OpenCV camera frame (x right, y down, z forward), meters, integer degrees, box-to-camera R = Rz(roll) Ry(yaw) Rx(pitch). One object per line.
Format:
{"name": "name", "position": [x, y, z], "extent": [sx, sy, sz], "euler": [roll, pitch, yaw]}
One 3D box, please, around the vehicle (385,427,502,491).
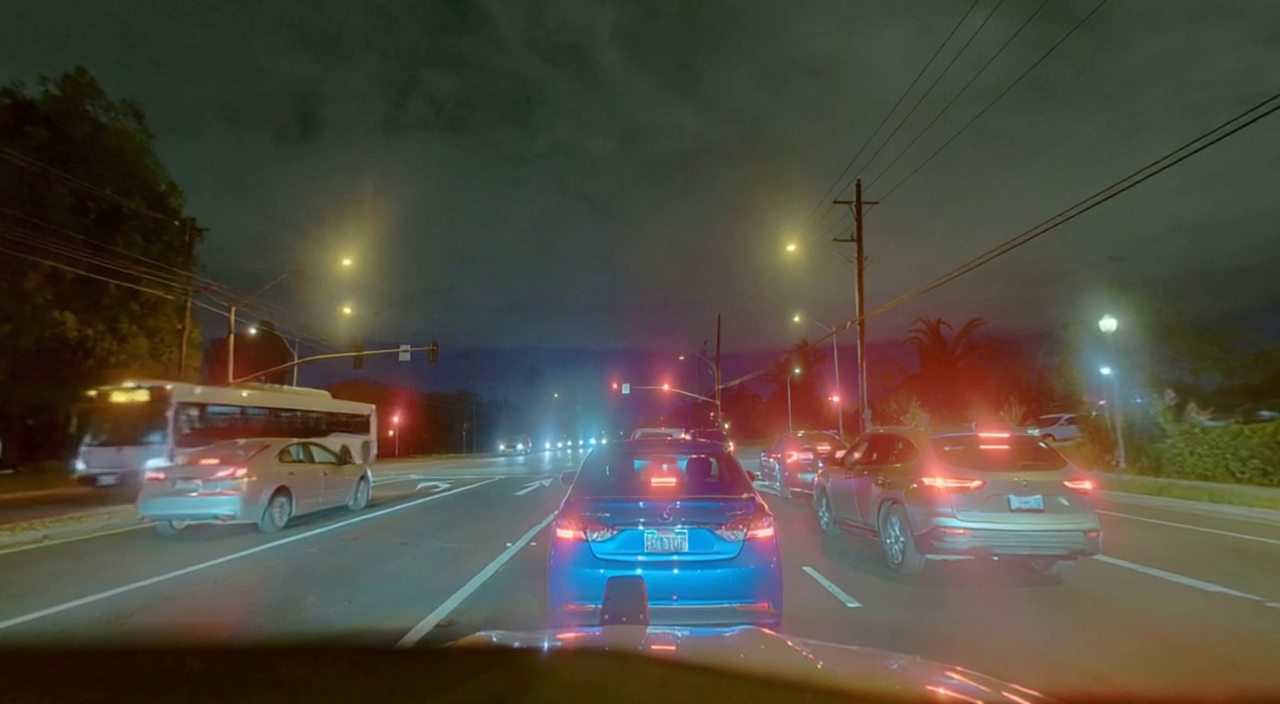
{"name": "vehicle", "position": [-6.262, 3.489, 20.898], "extent": [2.070, 1.824, 5.196], "euler": [-1, -8, 2]}

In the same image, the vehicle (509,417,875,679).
{"name": "vehicle", "position": [0.280, 1.422, 5.699], "extent": [2.109, 1.483, 3.964], "euler": [0, -8, -1]}

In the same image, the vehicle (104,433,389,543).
{"name": "vehicle", "position": [-6.403, 2.229, 11.119], "extent": [1.955, 1.497, 4.639], "euler": [-1, -8, 1]}

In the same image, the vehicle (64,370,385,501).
{"name": "vehicle", "position": [-13.534, 3.109, 23.018], "extent": [3.005, 3.443, 12.583], "euler": [-1, -8, 1]}

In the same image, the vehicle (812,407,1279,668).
{"name": "vehicle", "position": [3.140, 1.400, 5.871], "extent": [1.870, 1.523, 4.096], "euler": [0, -8, -1]}
